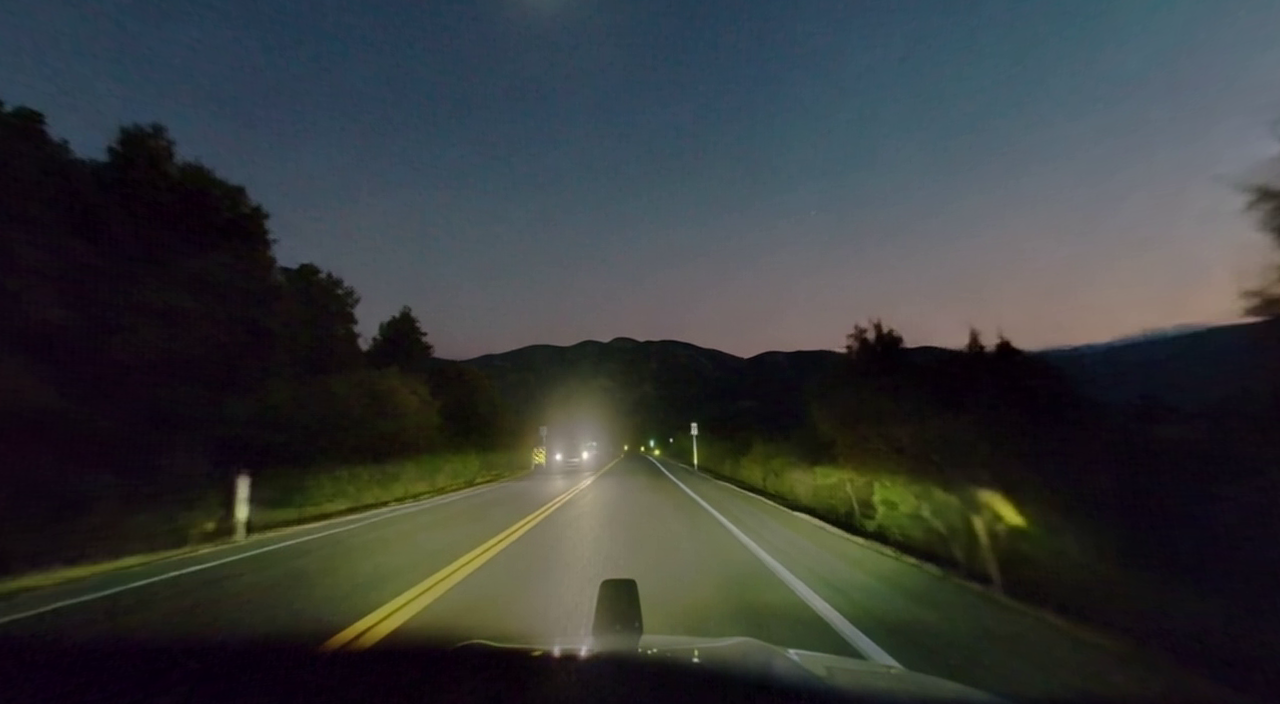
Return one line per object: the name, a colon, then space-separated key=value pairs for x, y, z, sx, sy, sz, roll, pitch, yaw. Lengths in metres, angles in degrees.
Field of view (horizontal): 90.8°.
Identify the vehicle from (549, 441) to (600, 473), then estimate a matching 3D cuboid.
vehicle: x=-3.831 y=6.299 z=38.100 sx=2.415 sy=1.750 sz=4.927 roll=0 pitch=-9 yaw=1
